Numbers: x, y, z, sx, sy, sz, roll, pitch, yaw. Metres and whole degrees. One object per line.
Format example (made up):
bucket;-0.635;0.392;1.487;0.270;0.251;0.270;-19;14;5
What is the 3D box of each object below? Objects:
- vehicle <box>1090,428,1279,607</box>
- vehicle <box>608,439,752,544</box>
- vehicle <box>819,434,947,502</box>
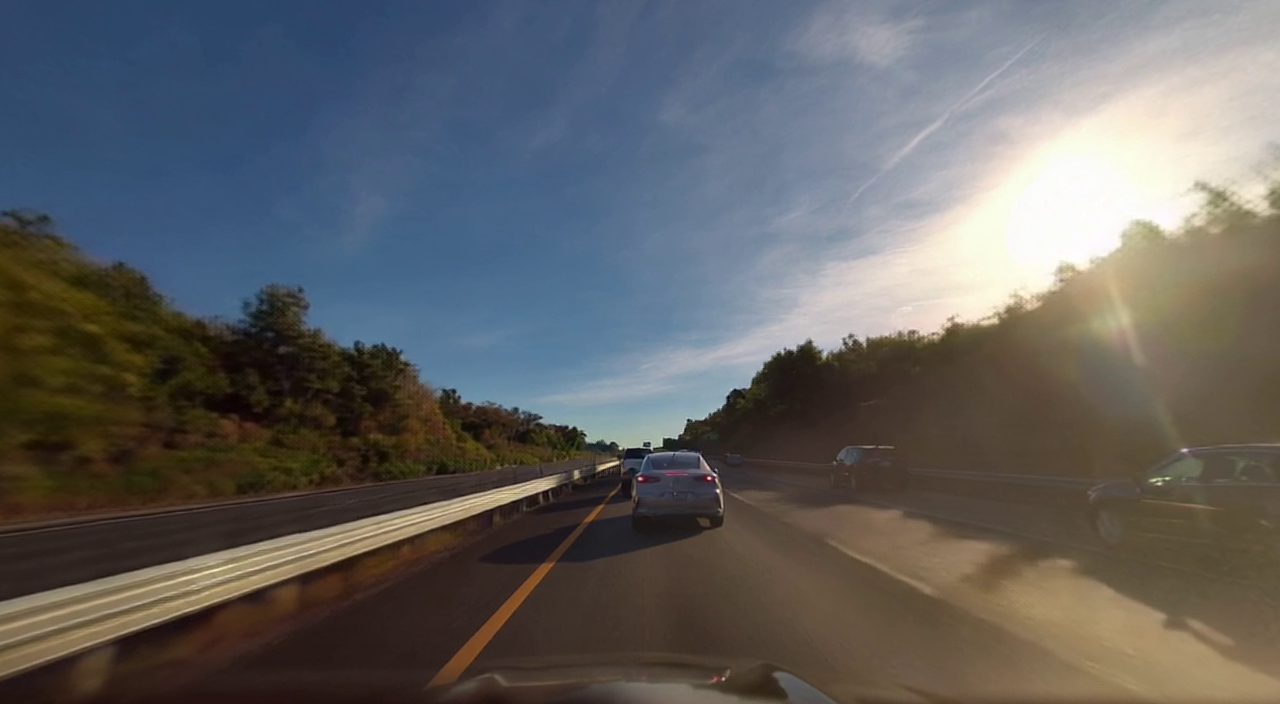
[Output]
vehicle;6.350;1.398;5.377;1.965;1.484;4.090;0;-9;0
vehicle;0.581;2.326;11.084;2.076;1.485;3.774;0;-9;0
vehicle;6.808;3.283;18.227;1.980;1.702;4.235;0;-9;0
